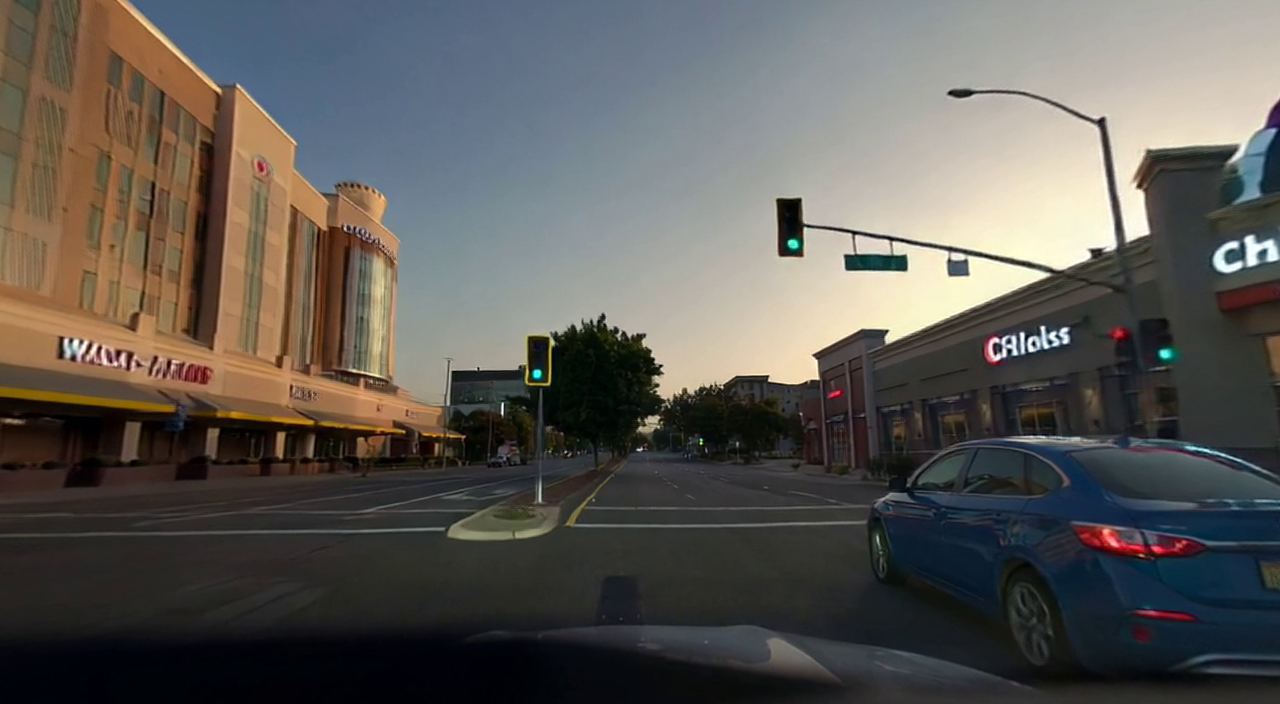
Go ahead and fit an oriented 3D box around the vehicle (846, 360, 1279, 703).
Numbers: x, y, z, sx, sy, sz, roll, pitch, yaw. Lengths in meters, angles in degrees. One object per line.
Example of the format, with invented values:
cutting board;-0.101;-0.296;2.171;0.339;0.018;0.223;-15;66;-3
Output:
vehicle;3.234;1.151;4.152;2.015;1.641;4.995;0;-9;-1
